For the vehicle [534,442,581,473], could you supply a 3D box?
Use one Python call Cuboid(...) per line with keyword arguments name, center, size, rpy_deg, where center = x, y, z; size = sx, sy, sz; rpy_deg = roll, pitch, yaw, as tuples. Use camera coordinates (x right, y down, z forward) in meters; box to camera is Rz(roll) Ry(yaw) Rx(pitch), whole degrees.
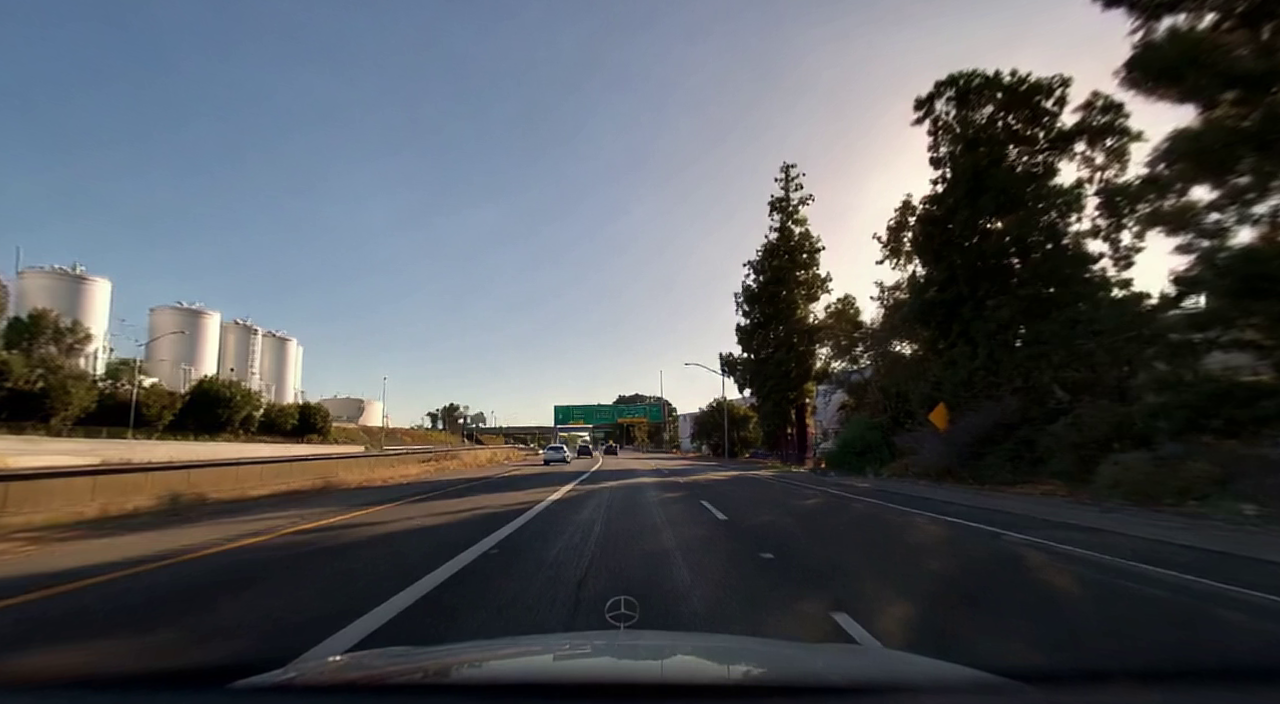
Cuboid(name="vehicle", center=(-4.446, 5.775, 34.541), size=(2.012, 1.571, 4.232), rpy_deg=(0, -9, 0))
